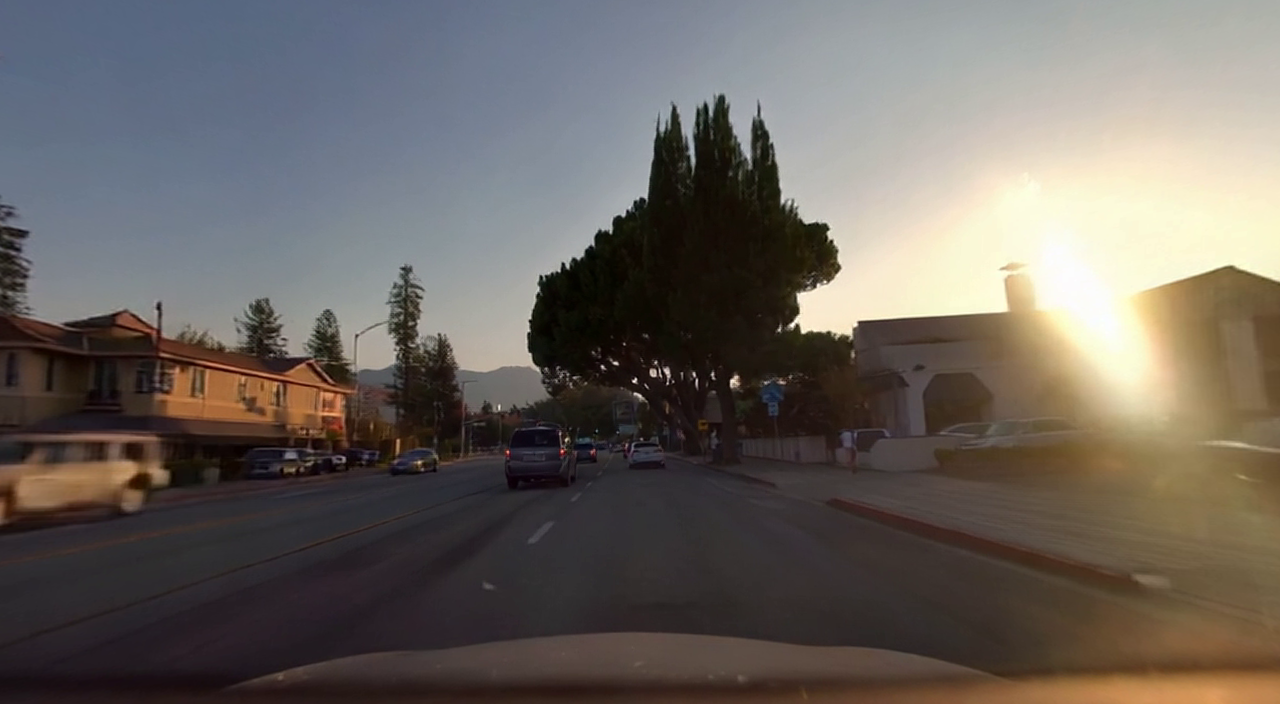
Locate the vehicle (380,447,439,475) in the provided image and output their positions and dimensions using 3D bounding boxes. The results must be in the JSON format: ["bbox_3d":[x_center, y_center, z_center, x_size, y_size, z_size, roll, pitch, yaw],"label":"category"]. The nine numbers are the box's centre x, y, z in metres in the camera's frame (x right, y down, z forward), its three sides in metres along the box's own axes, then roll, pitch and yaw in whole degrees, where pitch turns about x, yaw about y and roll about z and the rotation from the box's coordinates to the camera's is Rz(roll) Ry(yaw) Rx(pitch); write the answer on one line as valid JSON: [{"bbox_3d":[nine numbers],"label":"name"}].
[{"bbox_3d":[-13.792,6.498,38.113,2.055,1.546,5.019,1,-8,-4],"label":"vehicle"}]

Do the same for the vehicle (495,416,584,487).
[{"bbox_3d":[-3.228,3.353,21.485,2.213,2.123,5.124,0,-8,-1],"label":"vehicle"}]

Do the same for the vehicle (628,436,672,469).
[{"bbox_3d":[0.437,5.290,33.391,2.126,1.657,4.132,0,-8,-2],"label":"vehicle"}]

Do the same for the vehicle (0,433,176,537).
[{"bbox_3d":[-12.712,2.683,13.275,2.159,1.860,5.004,0,-8,-1],"label":"vehicle"}]

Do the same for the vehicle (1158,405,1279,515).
[{"bbox_3d":[10.034,1.438,8.387,2.194,1.521,4.686,0,-8,-3],"label":"vehicle"}]
